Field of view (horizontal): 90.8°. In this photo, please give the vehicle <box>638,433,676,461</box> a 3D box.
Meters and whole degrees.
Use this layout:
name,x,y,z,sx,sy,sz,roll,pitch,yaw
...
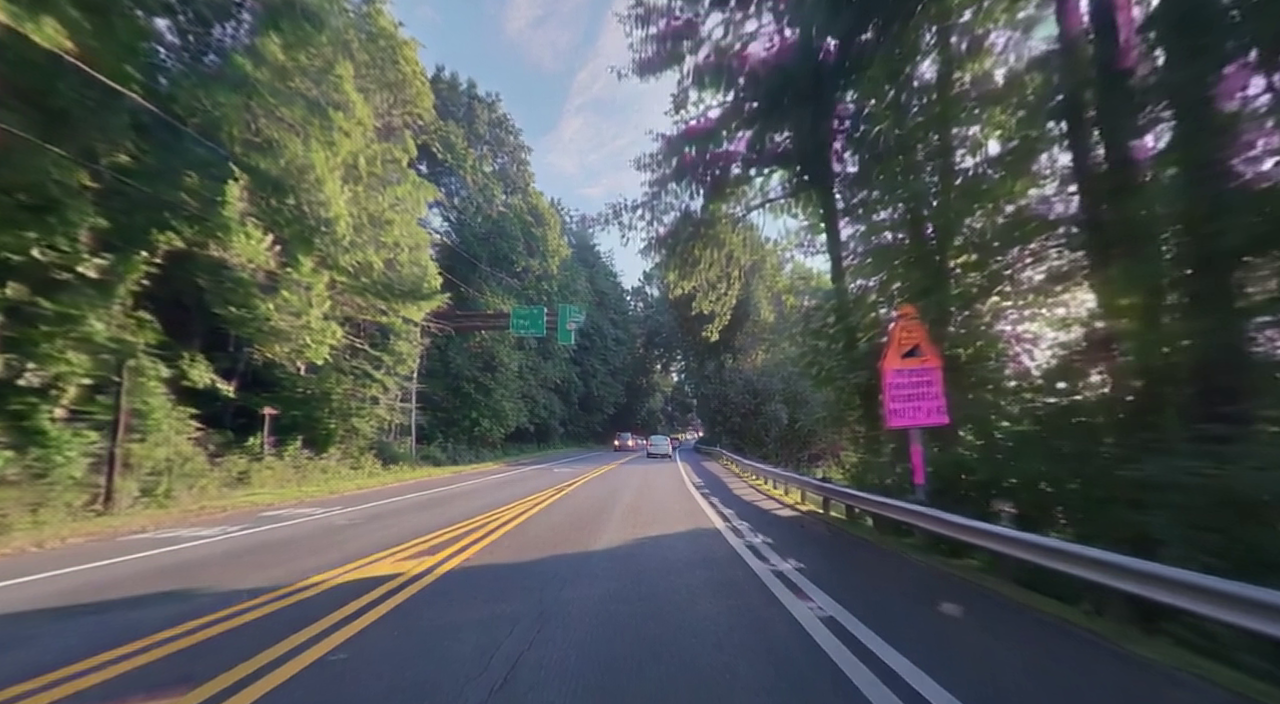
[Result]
name,x,y,z,sx,sy,sz,roll,pitch,yaw
vehicle,1.000,5.473,36.347,2.067,1.486,3.861,0,-8,3
